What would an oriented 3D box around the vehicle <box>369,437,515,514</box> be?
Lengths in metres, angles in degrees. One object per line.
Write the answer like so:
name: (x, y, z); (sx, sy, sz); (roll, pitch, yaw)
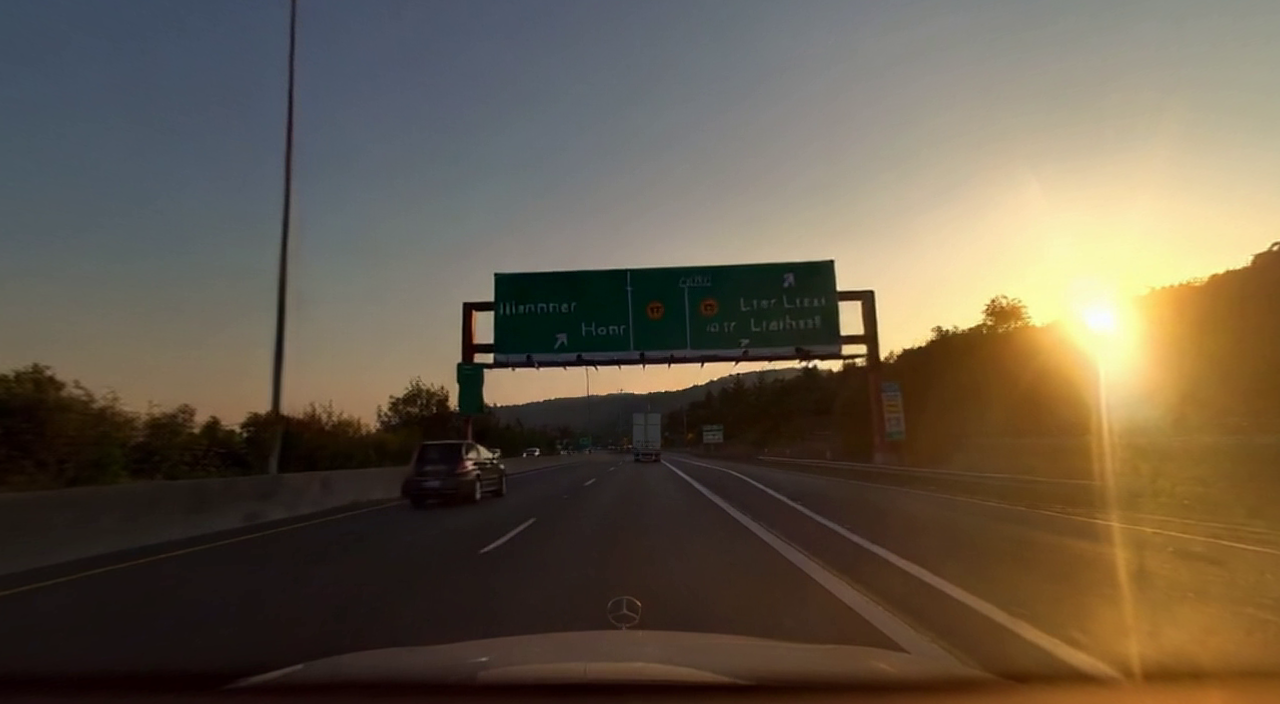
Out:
vehicle: (-4.754, 3.046, 16.078); (2.016, 1.636, 4.964); (0, -9, 1)
